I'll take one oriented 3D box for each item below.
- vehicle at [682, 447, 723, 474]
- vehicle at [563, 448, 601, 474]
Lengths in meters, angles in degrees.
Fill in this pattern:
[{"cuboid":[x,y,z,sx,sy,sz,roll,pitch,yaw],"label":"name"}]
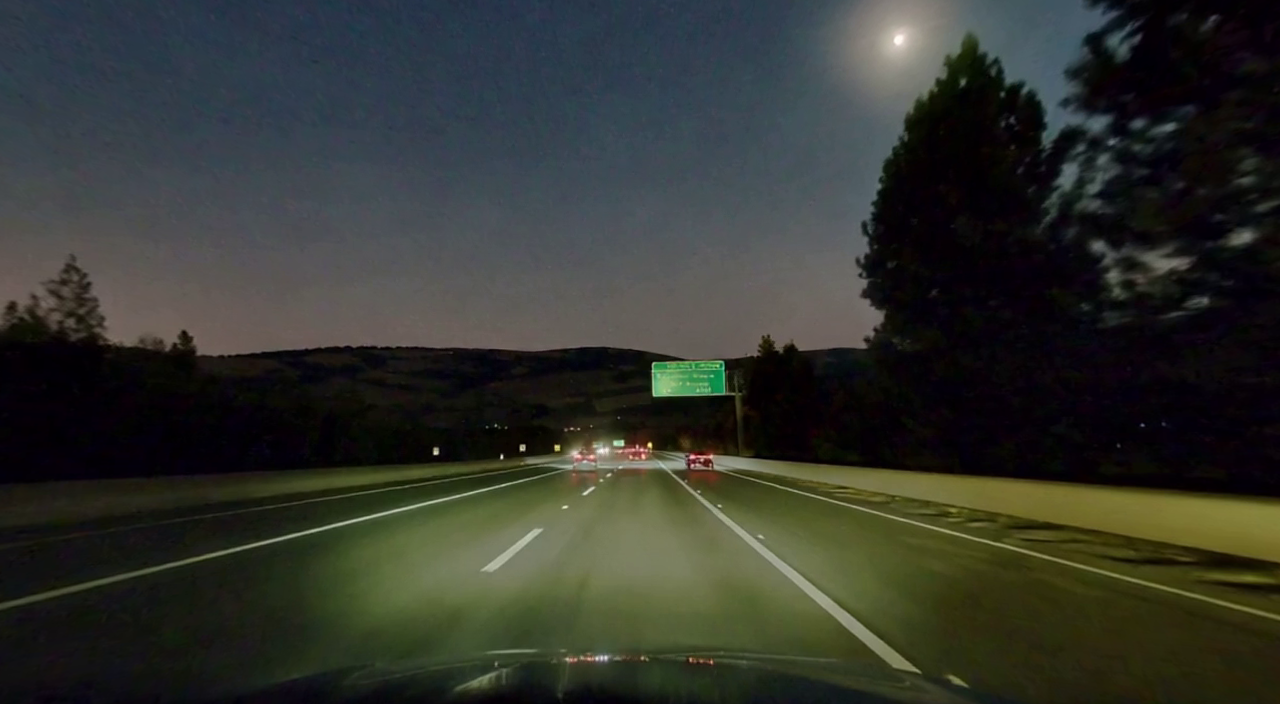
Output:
[{"cuboid":[3.650,6.453,37.700,2.019,1.475,4.301,0,-9,0],"label":"vehicle"},{"cuboid":[-3.425,6.534,37.955,1.955,1.468,3.637,0,-9,0],"label":"vehicle"}]
